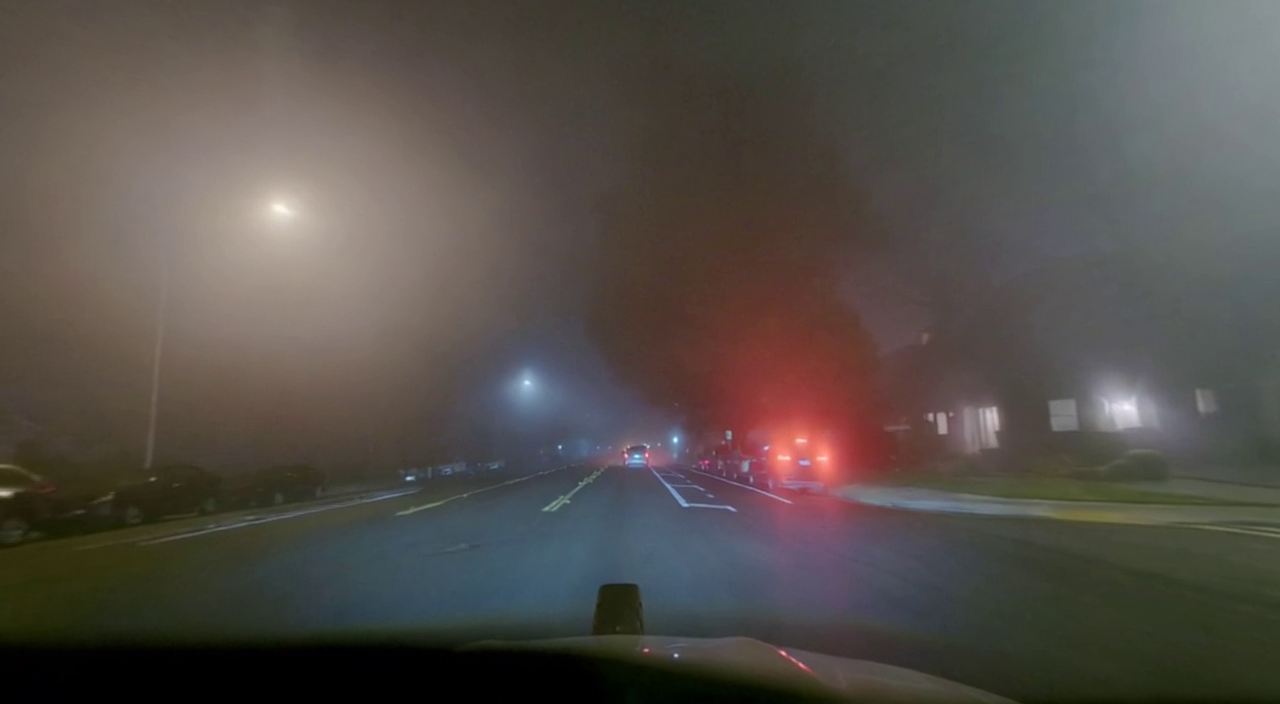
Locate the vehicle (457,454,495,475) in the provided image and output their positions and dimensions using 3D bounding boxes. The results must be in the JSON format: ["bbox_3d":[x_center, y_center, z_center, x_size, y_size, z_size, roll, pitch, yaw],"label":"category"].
[{"bbox_3d":[-12.795,8.773,49.532,1.882,1.507,4.638,0,-9,-3],"label":"vehicle"}]

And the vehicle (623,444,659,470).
[{"bbox_3d":[0.006,6.364,38.441,2.022,1.471,3.973,0,-9,-2],"label":"vehicle"}]

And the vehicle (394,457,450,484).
[{"bbox_3d":[-12.789,6.970,37.396,1.819,1.443,4.273,0,-9,0],"label":"vehicle"}]

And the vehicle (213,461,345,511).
[{"bbox_3d":[-12.622,4.671,22.500,1.835,1.488,4.696,-1,-9,1],"label":"vehicle"}]

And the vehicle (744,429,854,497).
[{"bbox_3d":[5.102,3.611,21.097,2.195,2.000,4.789,0,-8,-3],"label":"vehicle"}]

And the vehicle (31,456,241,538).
[{"bbox_3d":[-12.745,3.630,16.466,1.917,1.739,4.461,0,-9,-3],"label":"vehicle"}]
